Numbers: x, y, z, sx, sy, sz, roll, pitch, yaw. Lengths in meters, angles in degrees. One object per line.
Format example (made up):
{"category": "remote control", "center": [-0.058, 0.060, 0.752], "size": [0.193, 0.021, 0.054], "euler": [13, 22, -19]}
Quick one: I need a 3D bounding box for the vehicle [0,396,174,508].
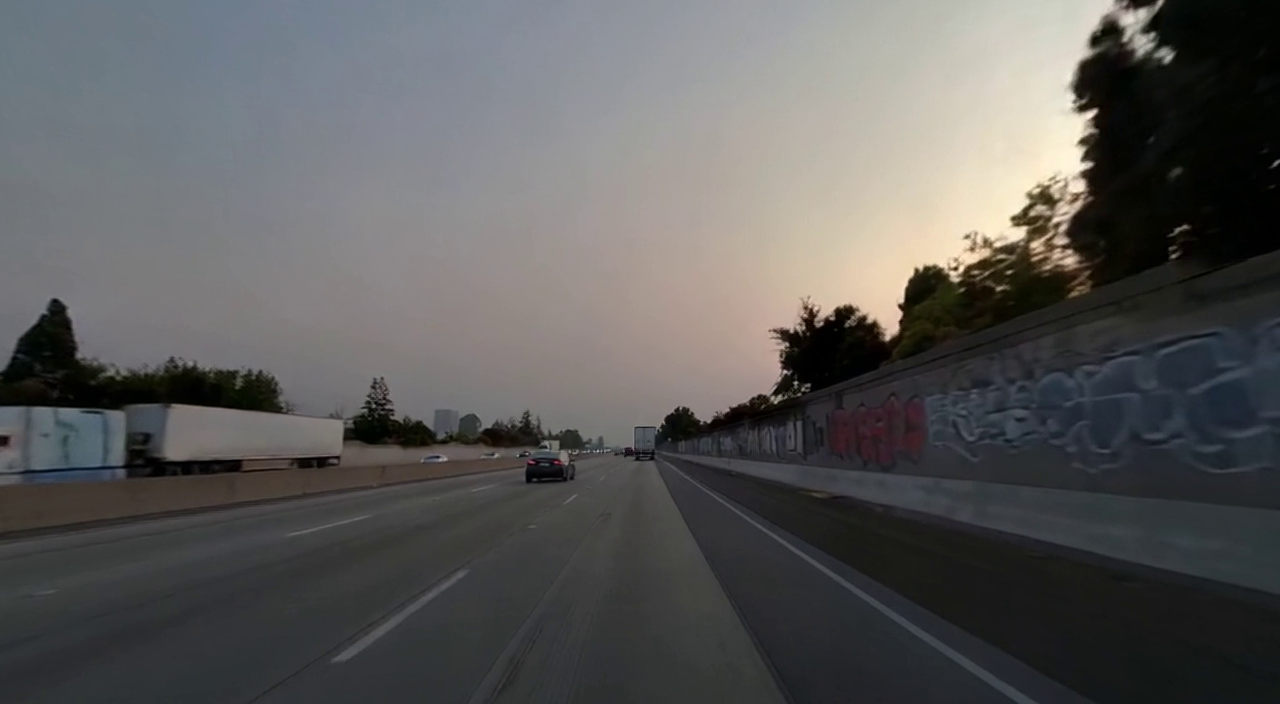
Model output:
{"category": "vehicle", "center": [-22.447, 3.737, 23.561], "size": [3.241, 3.624, 8.590], "euler": [0, -9, 1]}

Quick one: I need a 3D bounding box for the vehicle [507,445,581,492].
{"category": "vehicle", "center": [-3.195, 3.975, 21.861], "size": [1.803, 1.466, 4.509], "euler": [0, -9, 1]}
